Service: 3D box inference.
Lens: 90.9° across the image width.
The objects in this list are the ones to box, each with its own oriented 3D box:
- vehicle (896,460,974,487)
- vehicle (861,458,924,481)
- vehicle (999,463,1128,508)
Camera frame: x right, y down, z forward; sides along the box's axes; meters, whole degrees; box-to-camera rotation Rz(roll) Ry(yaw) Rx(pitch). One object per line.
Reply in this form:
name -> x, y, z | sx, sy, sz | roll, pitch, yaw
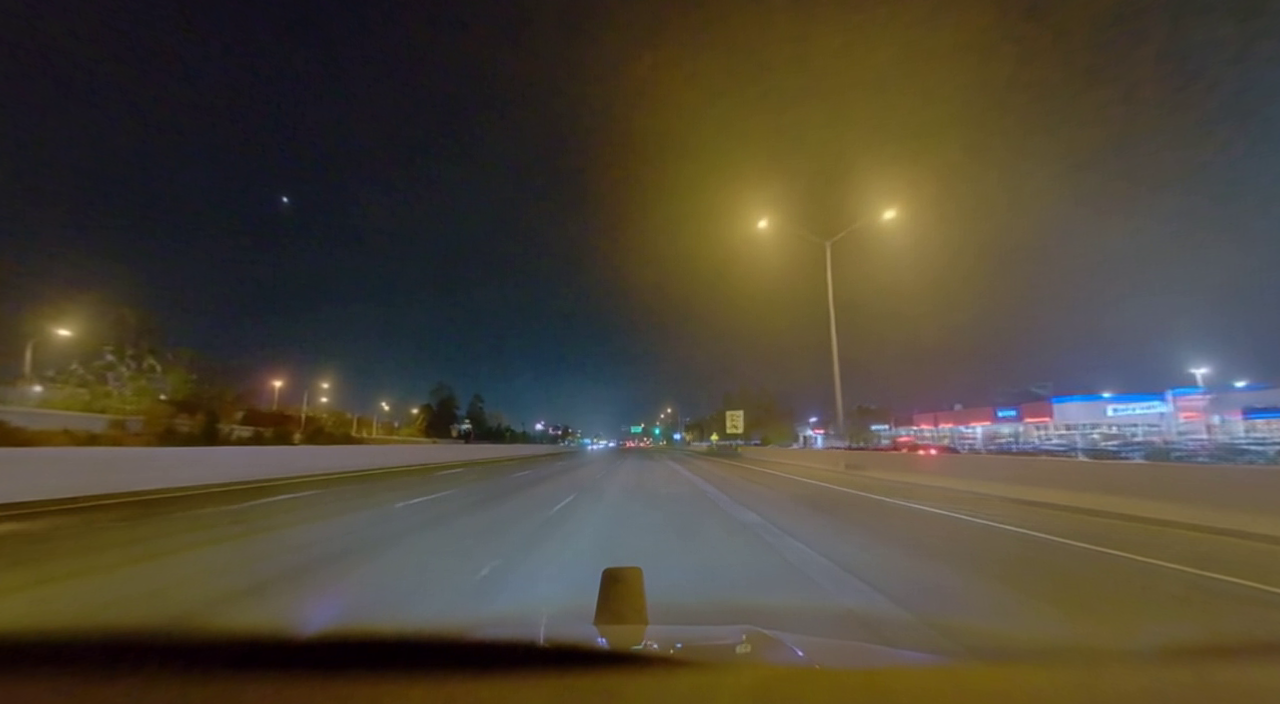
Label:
vehicle -> 16.233, 6.690, 34.820 | 3.458, 1.378, 1.600 | -1, -9, 3
vehicle -> 16.082, 7.488, 40.264 | 3.323, 1.358, 1.599 | 0, -8, -3
vehicle -> 16.136, 5.078, 24.168 | 3.645, 1.402, 1.625 | -3, -7, 3
